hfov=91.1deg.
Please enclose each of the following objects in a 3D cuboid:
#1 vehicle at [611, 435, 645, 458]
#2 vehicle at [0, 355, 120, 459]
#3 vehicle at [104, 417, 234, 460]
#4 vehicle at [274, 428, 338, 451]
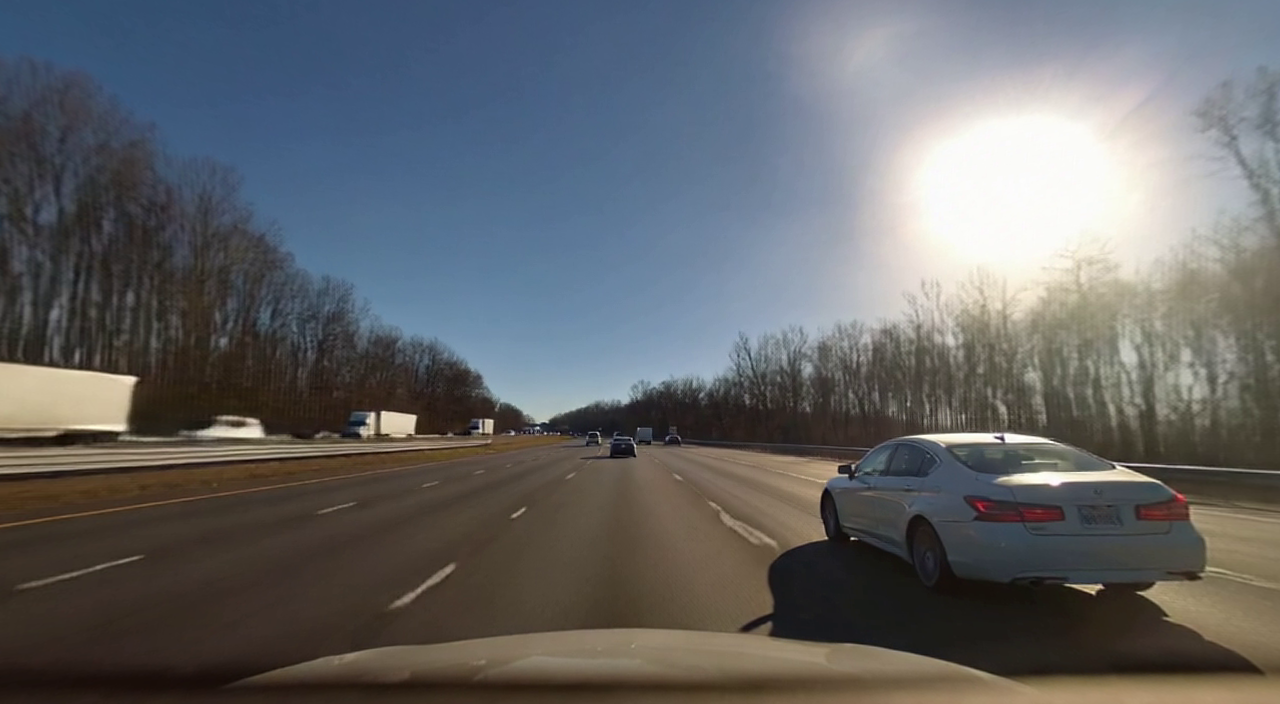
[{"bbox_3d":[-0.804,6.221,41.653,2.121,1.445,4.187,0,-8,-2],"label":"vehicle"},{"bbox_3d":[-25.887,1.924,22.652,2.867,3.948,13.749,0,-8,-1],"label":"vehicle"},{"bbox_3d":[-18.492,3.427,24.976,1.980,1.549,4.156,0,-8,-1],"label":"vehicle"},{"bbox_3d":[-22.479,5.912,42.507,1.905,1.510,4.507,0,-8,-1],"label":"vehicle"}]
